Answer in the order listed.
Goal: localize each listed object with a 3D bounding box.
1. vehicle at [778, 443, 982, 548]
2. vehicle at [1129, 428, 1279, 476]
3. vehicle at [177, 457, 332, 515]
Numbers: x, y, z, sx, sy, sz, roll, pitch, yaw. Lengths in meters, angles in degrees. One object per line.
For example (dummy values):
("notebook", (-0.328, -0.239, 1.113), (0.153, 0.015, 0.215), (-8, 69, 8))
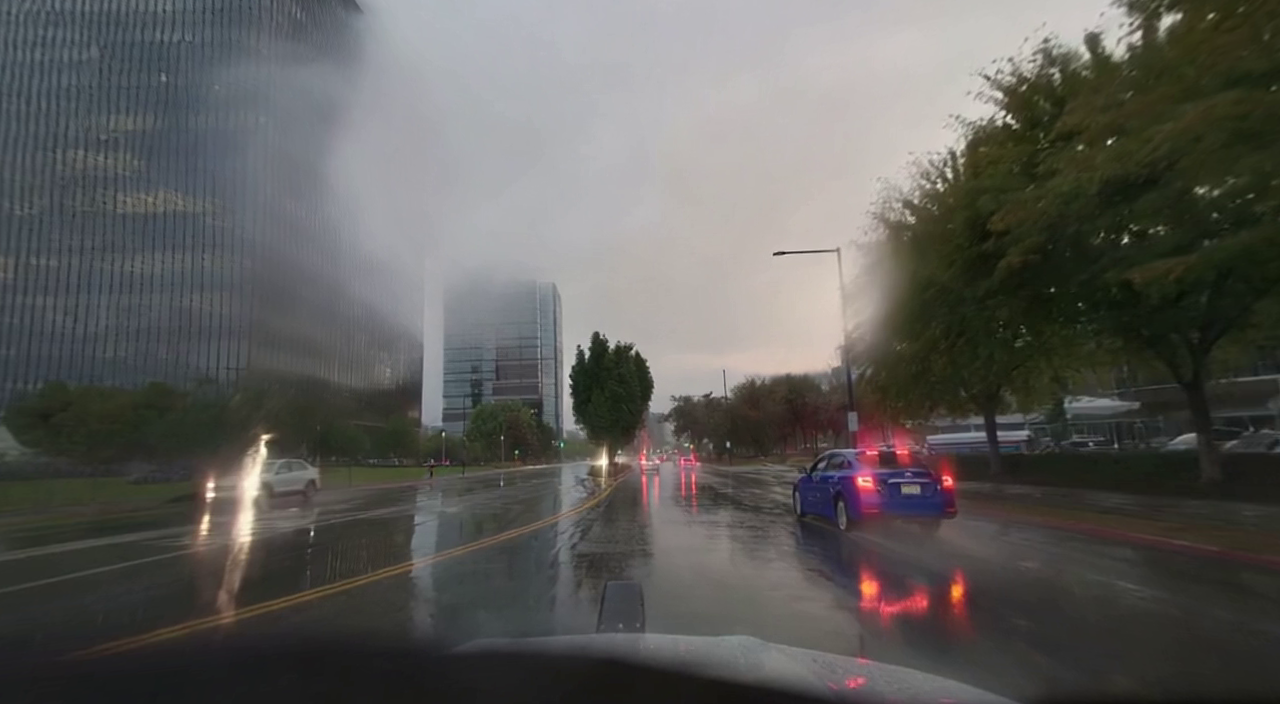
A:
("vehicle", (3.944, 2.410, 11.256), (1.993, 1.501, 4.127), (0, -9, 0))
("vehicle", (21.757, 3.762, 23.737), (4.969, 1.697, 1.947), (0, -9, -2))
("vehicle", (-11.757, 4.084, 19.628), (1.975, 1.517, 4.373), (0, -9, 1))
